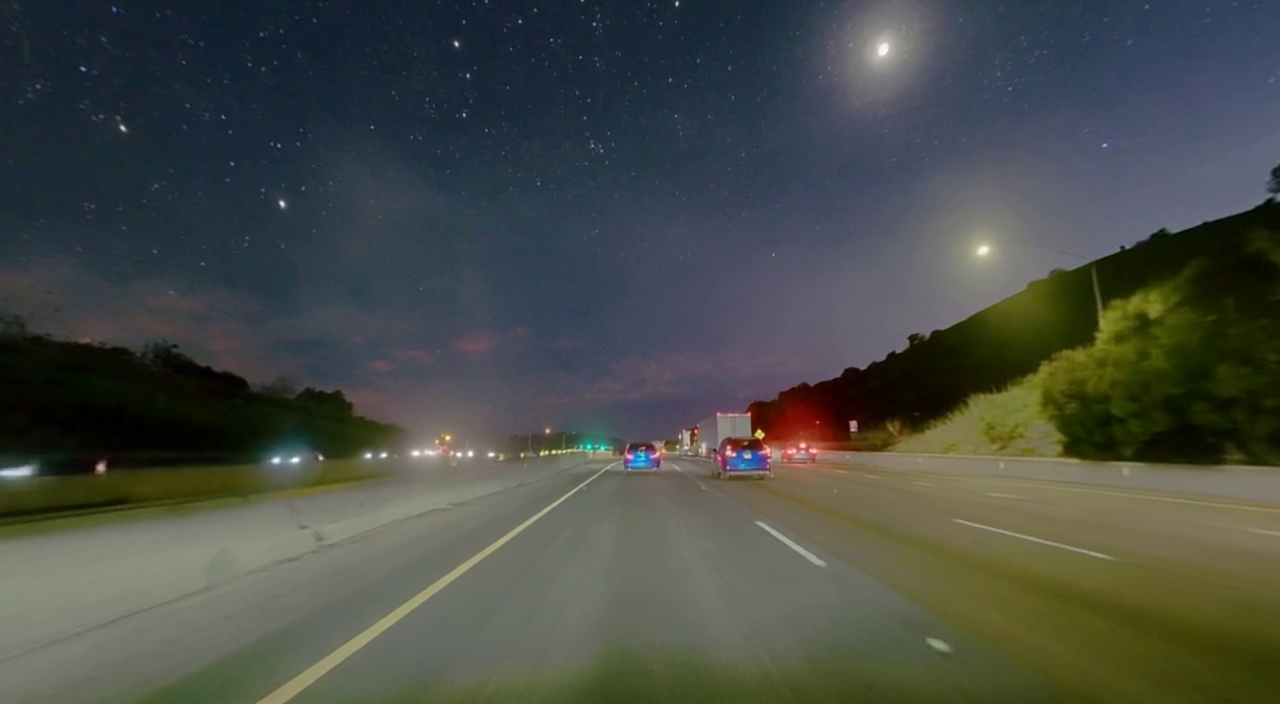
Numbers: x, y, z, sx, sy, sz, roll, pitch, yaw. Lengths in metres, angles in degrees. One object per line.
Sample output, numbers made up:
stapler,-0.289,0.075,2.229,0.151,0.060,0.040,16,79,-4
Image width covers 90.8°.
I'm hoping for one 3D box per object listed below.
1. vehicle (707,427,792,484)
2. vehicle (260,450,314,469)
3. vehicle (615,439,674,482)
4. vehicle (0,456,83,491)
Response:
vehicle,3.759,3.676,22.602,2.098,1.794,4.561,0,-9,-2
vehicle,-27.269,8.303,48.949,1.730,1.438,4.205,0,-9,1
vehicle,0.124,4.103,24.205,2.083,1.477,3.965,0,-9,-1
vehicle,-27.790,5.394,28.252,1.742,1.441,4.305,0,-9,1
